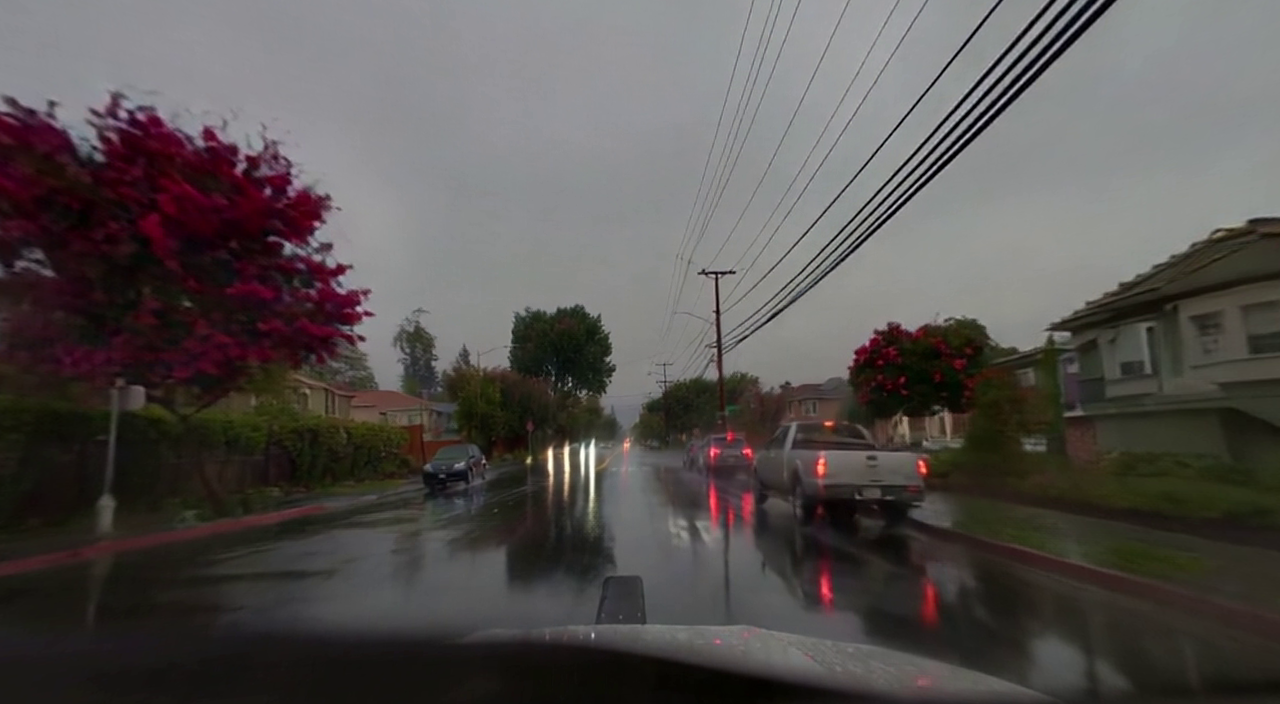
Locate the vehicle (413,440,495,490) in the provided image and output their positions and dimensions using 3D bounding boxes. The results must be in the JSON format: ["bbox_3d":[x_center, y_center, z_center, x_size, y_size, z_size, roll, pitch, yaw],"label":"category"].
[{"bbox_3d":[-7.392,4.585,25.505,1.980,1.664,4.342,-5,-11,0],"label":"vehicle"}]

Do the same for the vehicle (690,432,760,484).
[{"bbox_3d":[3.102,3.998,23.998,1.993,1.778,4.311,0,-9,0],"label":"vehicle"}]

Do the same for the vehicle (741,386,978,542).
[{"bbox_3d":[3.386,1.913,11.340,2.111,2.054,5.748,0,-9,-1],"label":"vehicle"}]
